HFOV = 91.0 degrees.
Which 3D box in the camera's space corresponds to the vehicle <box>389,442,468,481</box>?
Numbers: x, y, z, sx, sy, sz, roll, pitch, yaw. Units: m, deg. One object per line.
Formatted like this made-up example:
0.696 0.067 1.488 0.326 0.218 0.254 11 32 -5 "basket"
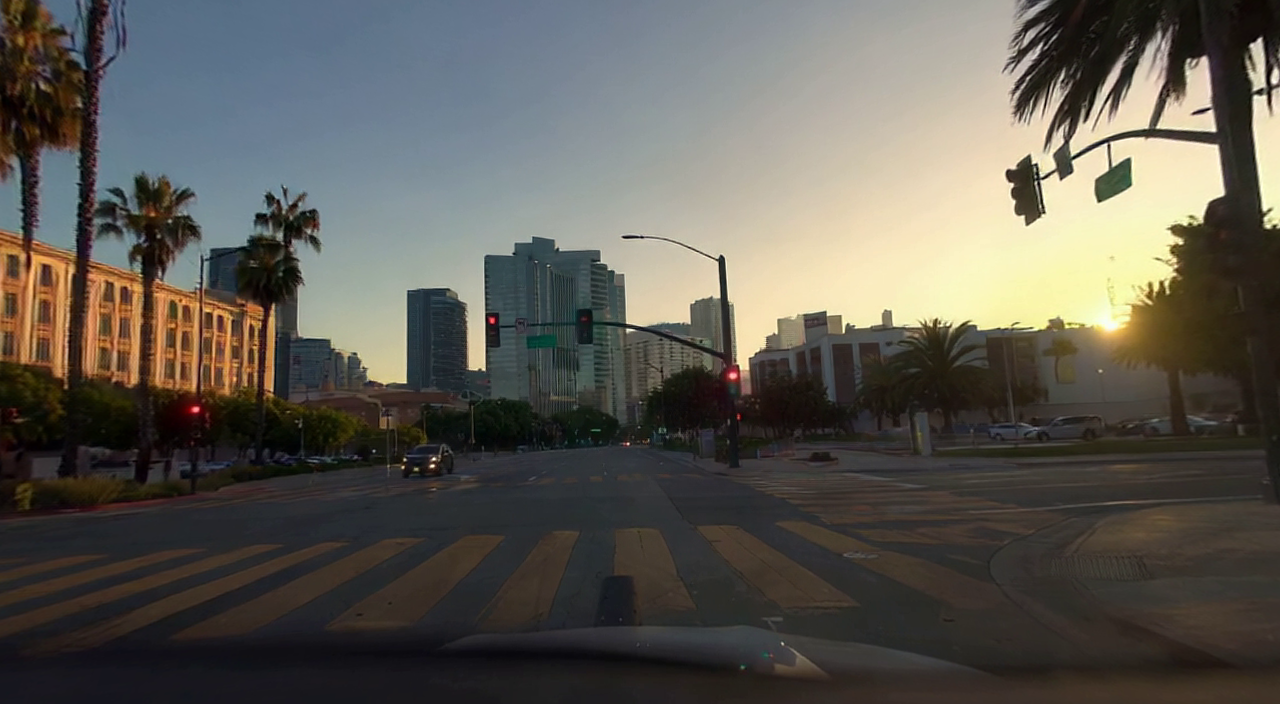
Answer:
-10.742 5.587 32.370 2.270 1.833 4.860 0 -9 1 "vehicle"
